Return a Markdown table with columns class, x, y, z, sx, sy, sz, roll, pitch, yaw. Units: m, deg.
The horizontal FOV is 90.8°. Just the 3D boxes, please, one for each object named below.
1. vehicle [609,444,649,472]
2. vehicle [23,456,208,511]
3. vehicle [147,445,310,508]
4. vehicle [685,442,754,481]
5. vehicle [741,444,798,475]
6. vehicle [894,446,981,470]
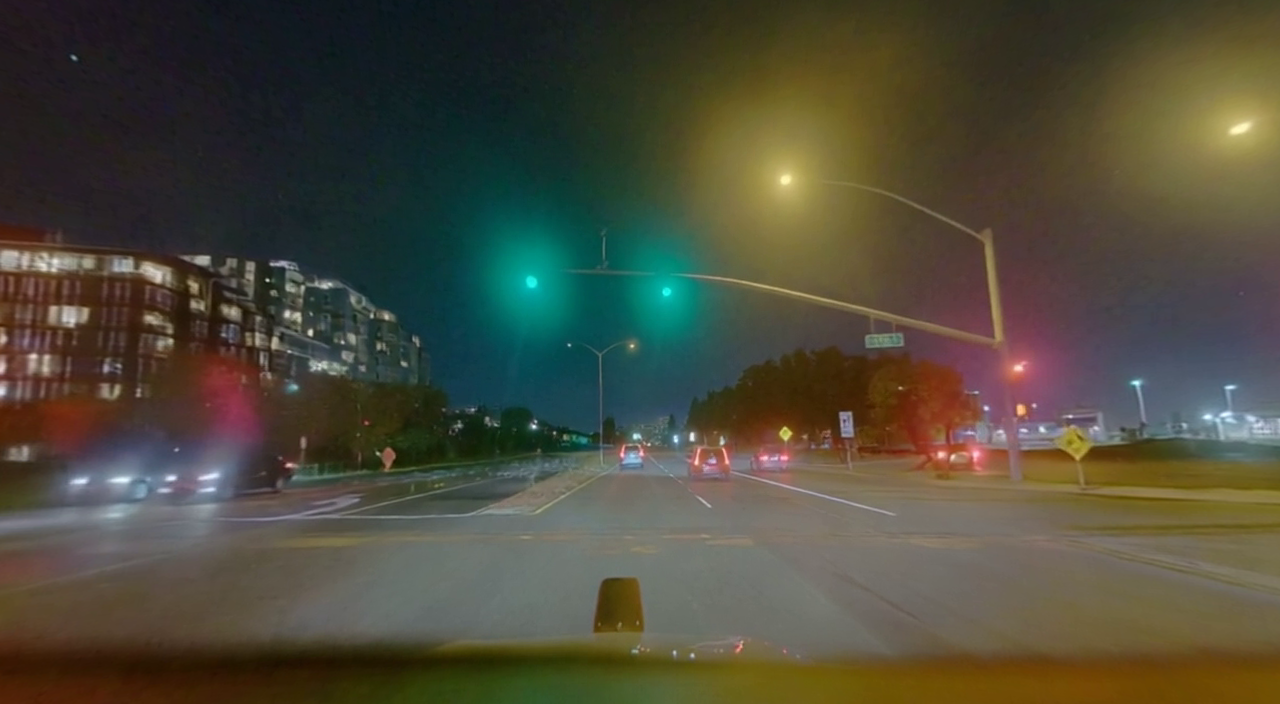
| class | x | y | z | sx | sy | sz | roll | pitch | yaw |
| --- | --- | --- | --- | --- | --- | --- | --- | --- | --- |
| vehicle | -0.642 | 6.105 | 36.639 | 2.143 | 1.480 | 4.006 | 0 | -8 | -1 |
| vehicle | -16.429 | 4.092 | 20.172 | 2.075 | 1.465 | 4.443 | 0 | -8 | 0 |
| vehicle | -12.347 | 3.718 | 19.409 | 2.004 | 1.669 | 4.487 | 0 | -8 | 0 |
| vehicle | 3.252 | 4.604 | 26.864 | 2.226 | 1.490 | 4.593 | 0 | -8 | -2 |
| vehicle | 6.564 | 5.472 | 32.524 | 1.861 | 1.473 | 4.393 | 0 | -8 | -2 |
| vehicle | 19.435 | 6.941 | 41.423 | 4.712 | 1.460 | 1.893 | 0 | -9 | -3 |
